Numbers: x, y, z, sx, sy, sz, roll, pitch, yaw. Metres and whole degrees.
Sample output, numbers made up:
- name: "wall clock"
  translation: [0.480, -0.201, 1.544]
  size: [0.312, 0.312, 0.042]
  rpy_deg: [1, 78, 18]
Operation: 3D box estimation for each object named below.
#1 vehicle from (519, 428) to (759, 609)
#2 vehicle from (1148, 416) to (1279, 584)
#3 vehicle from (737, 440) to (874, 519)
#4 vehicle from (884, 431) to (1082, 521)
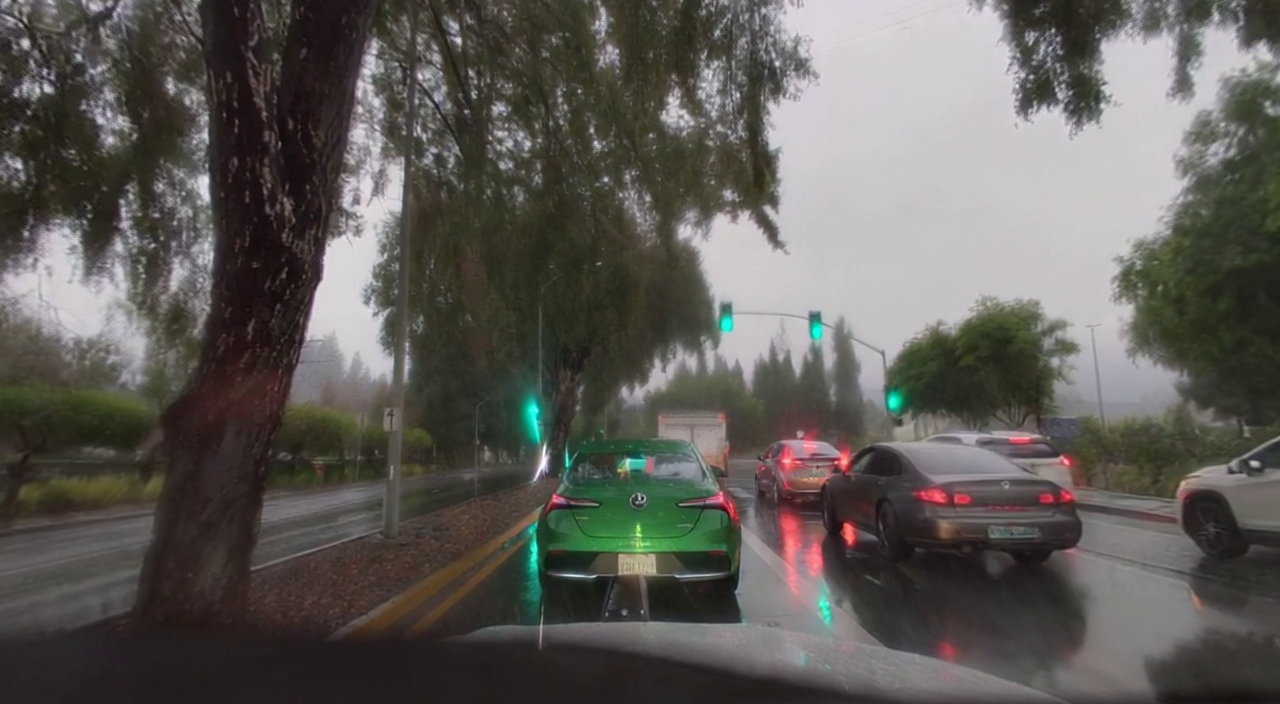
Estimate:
- name: "vehicle"
  translation: [0.012, 1.715, 7.320]
  size: [2.015, 1.502, 3.898]
  rpy_deg: [0, -9, 1]
- name: "vehicle"
  translation: [6.933, 1.357, 5.689]
  size: [1.783, 1.572, 3.421]
  rpy_deg: [0, -9, 1]
- name: "vehicle"
  translation: [3.547, 2.817, 14.436]
  size: [1.934, 1.494, 4.446]
  rpy_deg: [0, -9, 0]
- name: "vehicle"
  translation: [7.029, 2.568, 13.521]
  size: [1.923, 1.611, 4.094]
  rpy_deg: [0, -9, 0]
